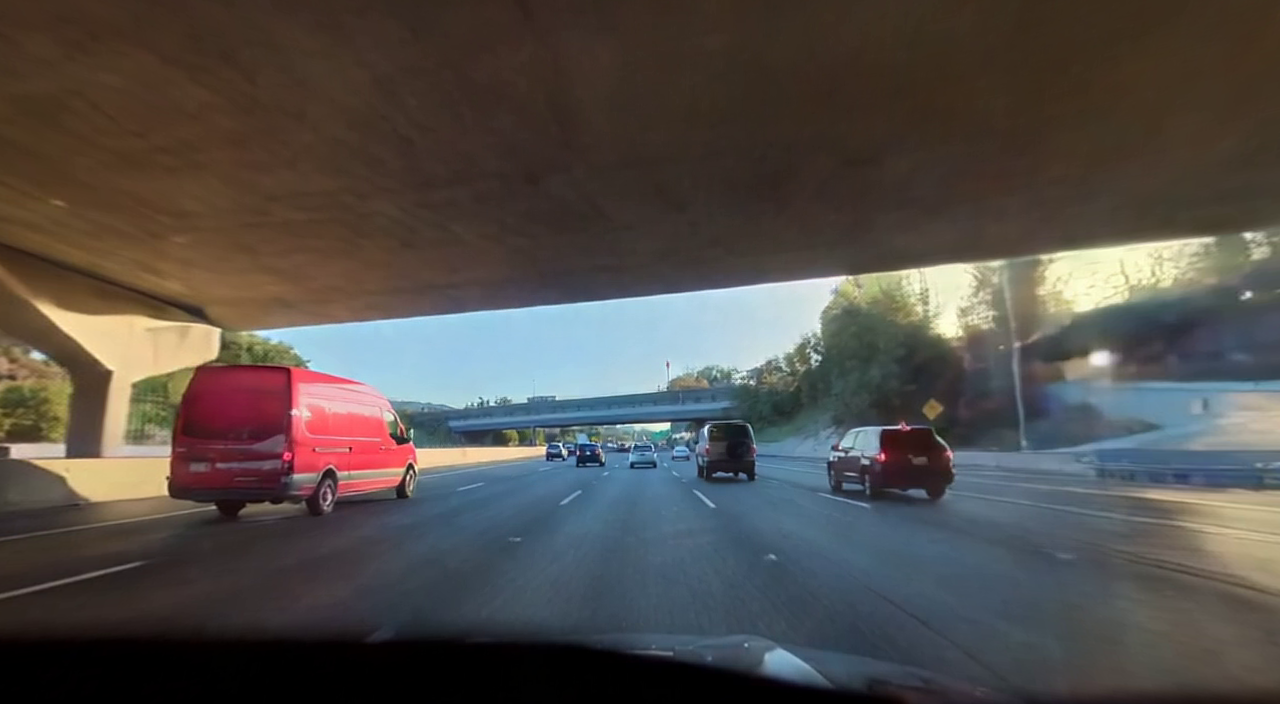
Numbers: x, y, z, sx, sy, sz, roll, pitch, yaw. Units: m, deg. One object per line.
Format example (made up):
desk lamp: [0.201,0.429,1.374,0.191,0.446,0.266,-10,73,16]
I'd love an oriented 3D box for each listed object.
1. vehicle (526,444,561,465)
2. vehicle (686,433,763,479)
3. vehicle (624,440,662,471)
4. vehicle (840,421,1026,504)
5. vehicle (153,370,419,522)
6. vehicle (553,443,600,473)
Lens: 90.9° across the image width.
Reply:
vehicle: [-7.381,7.878,48.588,1.961,1.562,4.301,0,-8,1]
vehicle: [3.731,4.757,29.221,2.777,1.895,5.710,0,-9,0]
vehicle: [0.163,5.940,36.404,2.115,1.617,4.102,0,-8,0]
vehicle: [7.475,2.894,17.020,2.304,1.840,5.706,0,-8,0]
vehicle: [-7.503,2.160,14.624,2.336,2.708,6.421,0,-9,0]
vehicle: [-3.262,5.549,33.283,1.970,1.483,4.071,0,-8,2]
